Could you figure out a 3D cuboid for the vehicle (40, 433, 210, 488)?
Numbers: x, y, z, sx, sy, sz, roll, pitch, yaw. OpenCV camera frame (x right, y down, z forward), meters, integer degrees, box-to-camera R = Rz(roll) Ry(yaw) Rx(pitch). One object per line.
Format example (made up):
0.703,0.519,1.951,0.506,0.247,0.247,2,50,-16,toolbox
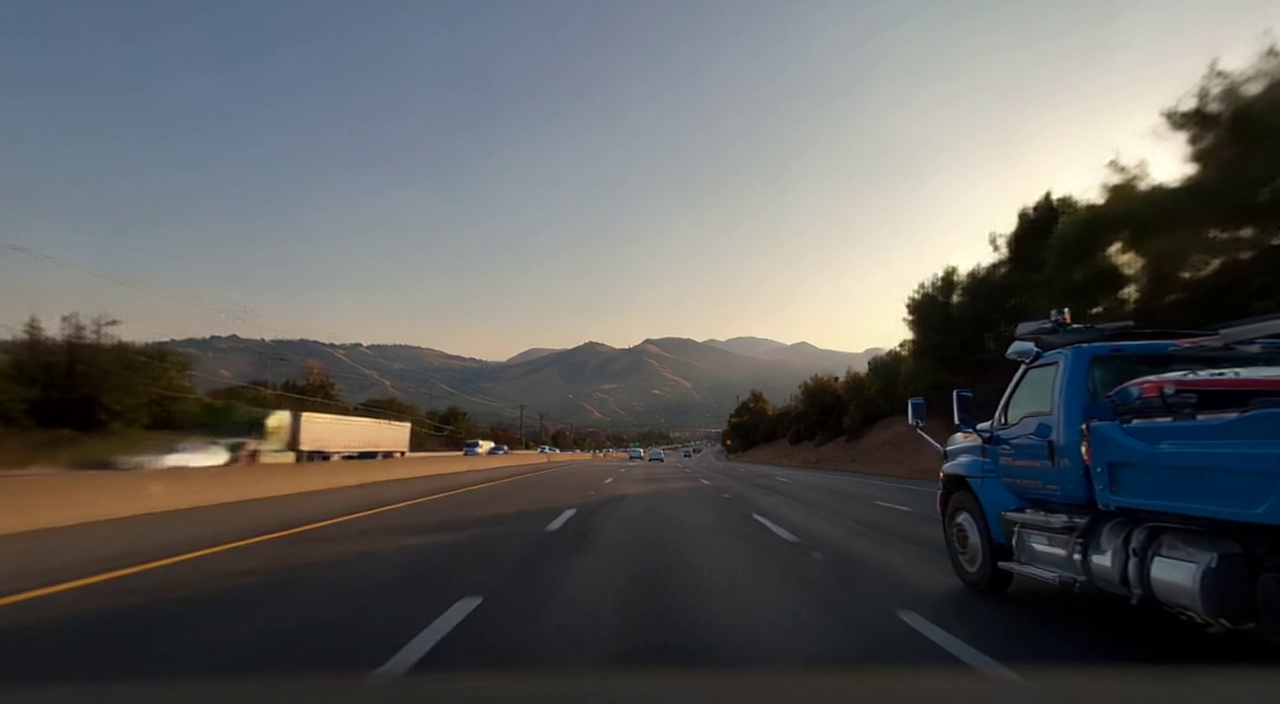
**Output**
-17.974,3.813,22.298,1.965,1.724,4.640,0,-9,2,vehicle

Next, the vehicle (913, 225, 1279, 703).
3.729,0.609,2.200,2.538,2.228,6.370,0,-9,-1,vehicle

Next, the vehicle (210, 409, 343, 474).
-21.345,5.383,37.595,2.966,3.493,7.870,0,-9,1,vehicle
